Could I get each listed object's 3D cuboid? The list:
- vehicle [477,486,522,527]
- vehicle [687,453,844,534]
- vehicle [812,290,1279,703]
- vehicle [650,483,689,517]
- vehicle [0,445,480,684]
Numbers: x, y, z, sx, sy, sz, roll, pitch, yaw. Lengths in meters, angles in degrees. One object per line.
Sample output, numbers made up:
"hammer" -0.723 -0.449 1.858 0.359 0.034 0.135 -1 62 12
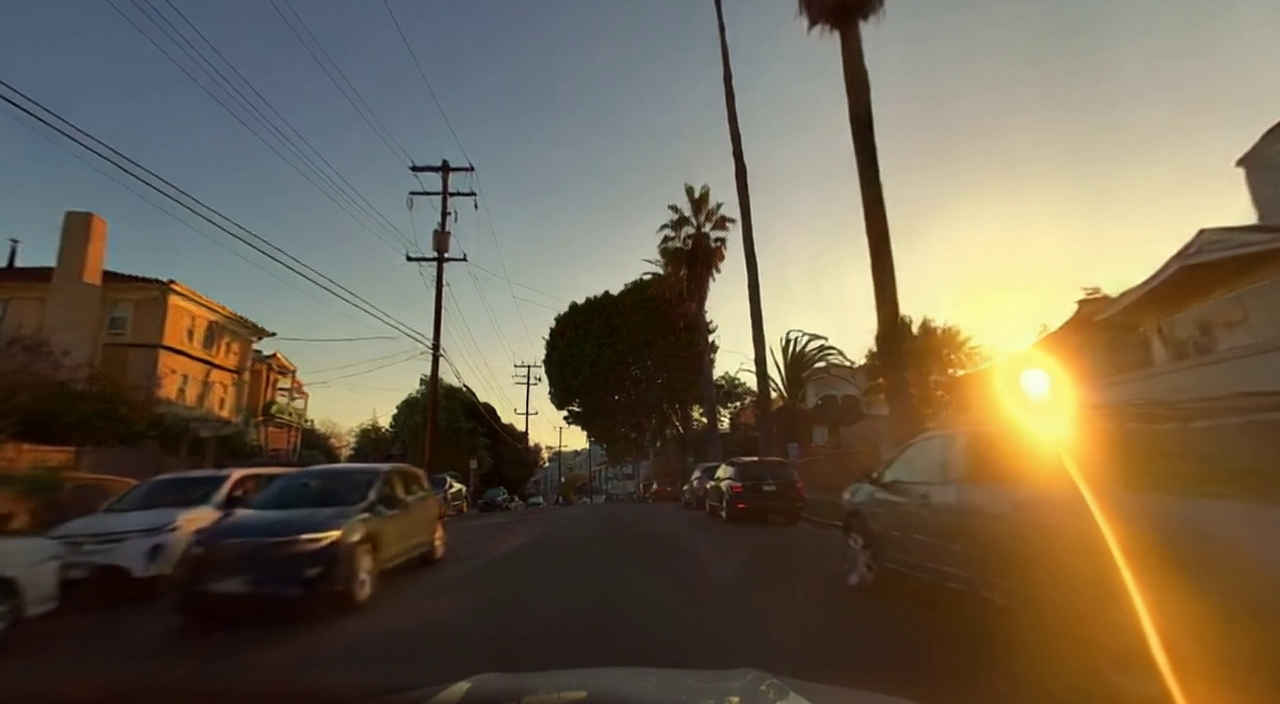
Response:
"vehicle" -8.158 8.982 36.974 1.933 1.824 5.142 1 -8 -6
"vehicle" 2.629 3.123 14.588 2.212 1.476 4.678 1 -8 -6
"vehicle" 3.336 1.084 4.217 2.358 2.008 5.957 0 -8 -3
"vehicle" 1.543 7.951 34.004 1.756 1.455 3.965 1 -8 -2
"vehicle" -3.225 1.687 6.332 2.060 1.483 4.574 0 -8 0
